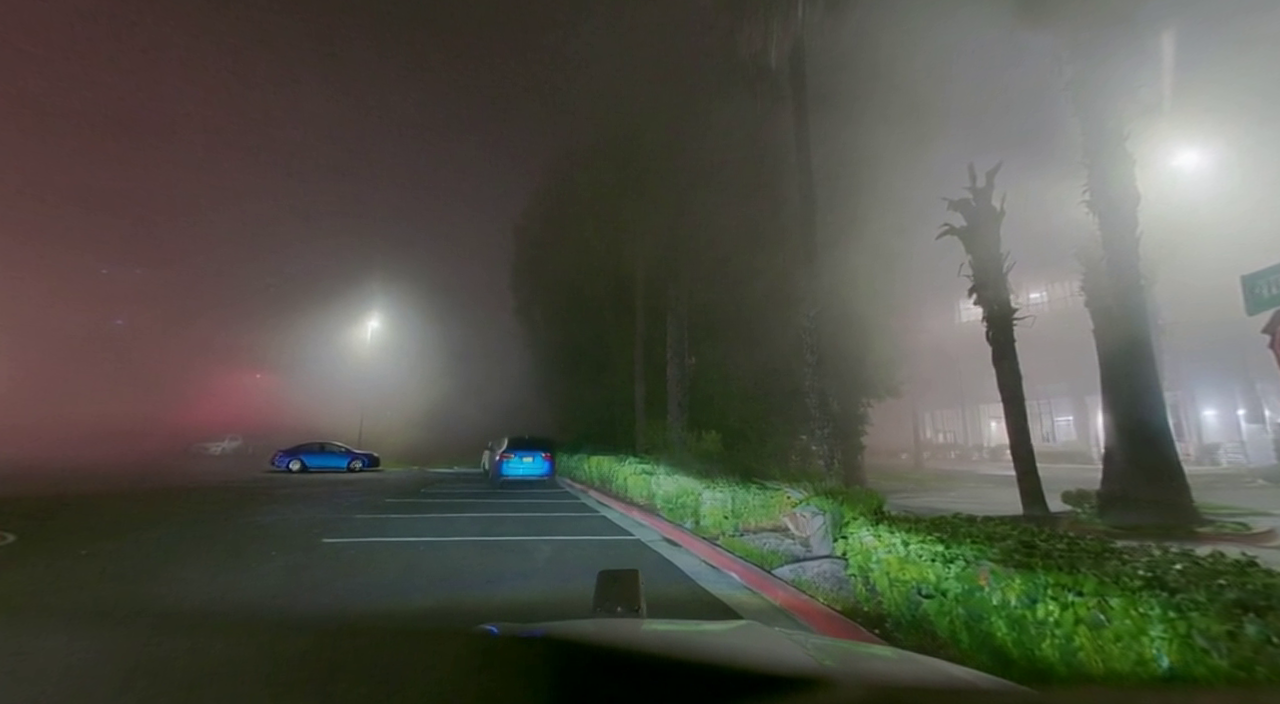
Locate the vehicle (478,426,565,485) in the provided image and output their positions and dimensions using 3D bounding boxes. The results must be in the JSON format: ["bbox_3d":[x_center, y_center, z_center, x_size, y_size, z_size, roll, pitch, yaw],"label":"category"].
[{"bbox_3d":[-4.013,3.366,20.825,2.071,1.700,4.367,3,-9,-20],"label":"vehicle"}]

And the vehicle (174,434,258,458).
[{"bbox_3d":[-28.402,6.330,42.431,4.457,1.552,1.748,6,-10,-33],"label":"vehicle"}]
